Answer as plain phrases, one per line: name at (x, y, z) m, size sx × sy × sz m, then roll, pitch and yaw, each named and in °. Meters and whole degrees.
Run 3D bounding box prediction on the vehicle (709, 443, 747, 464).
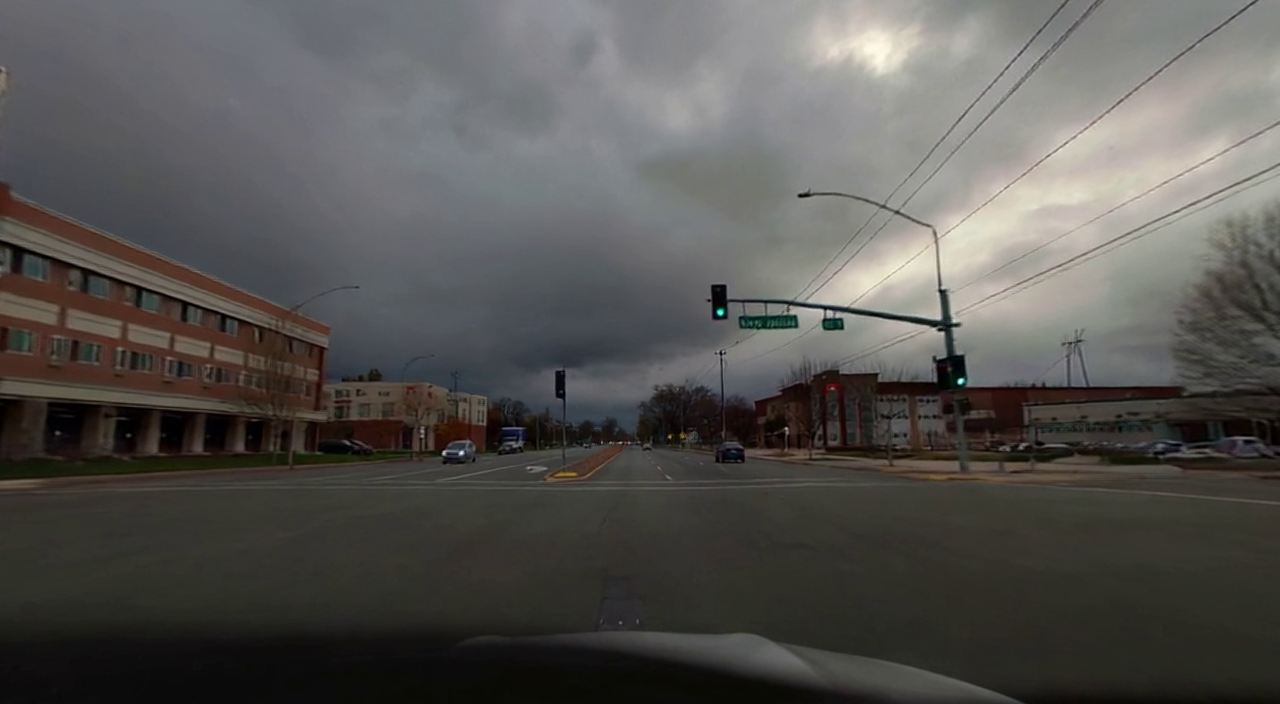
vehicle at (6.154, 7.162, 44.685) m, size 1.916 × 1.437 × 4.327 m, roll 1°, pitch -9°, yaw -3°
